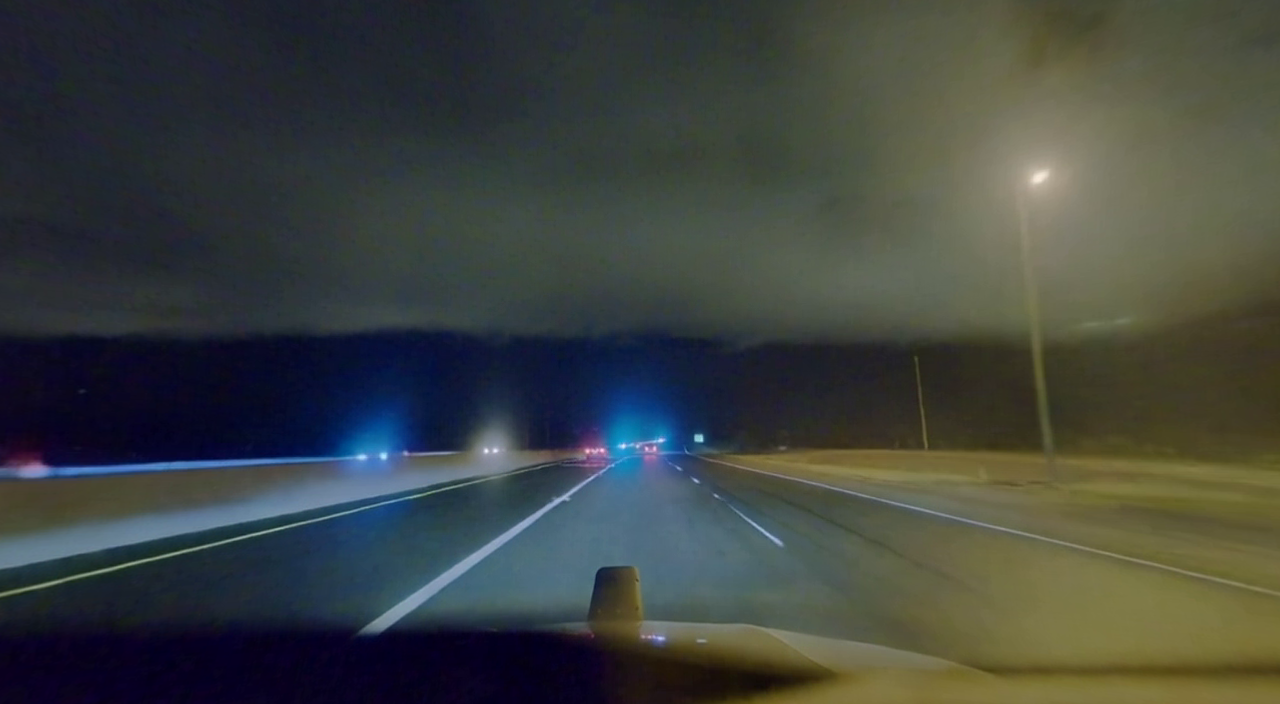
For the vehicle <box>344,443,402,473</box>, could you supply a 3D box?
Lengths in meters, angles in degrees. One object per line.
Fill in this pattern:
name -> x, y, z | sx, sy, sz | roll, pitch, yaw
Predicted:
vehicle -> -16.406, 6.522, 38.858 | 1.815, 1.684, 4.105 | 0, -9, -1
